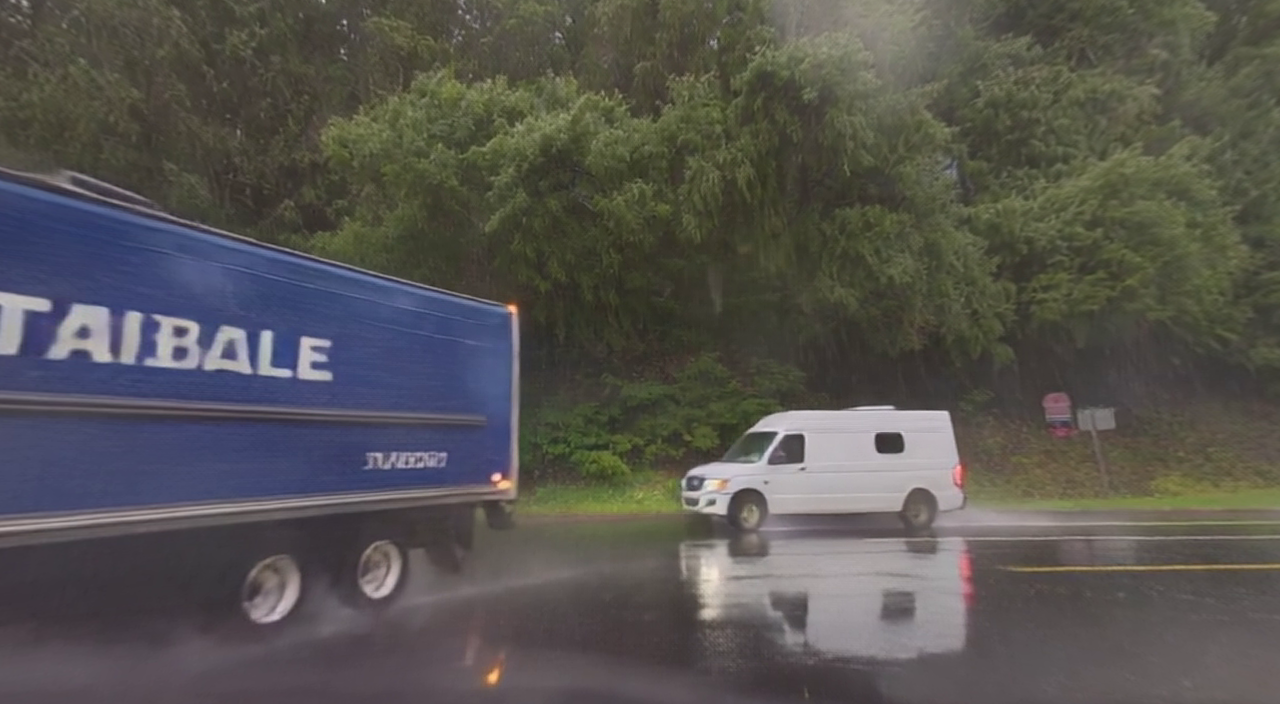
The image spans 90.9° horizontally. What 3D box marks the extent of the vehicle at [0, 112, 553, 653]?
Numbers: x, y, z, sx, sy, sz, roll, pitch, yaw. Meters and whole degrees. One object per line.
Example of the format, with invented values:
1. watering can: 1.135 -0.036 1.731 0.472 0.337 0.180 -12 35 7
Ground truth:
1. vehicle: -5.277 0.305 5.179 2.740 3.622 9.765 -8 -11 39

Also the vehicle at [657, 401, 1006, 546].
1. vehicle: 3.415 2.262 12.153 5.923 2.424 2.247 1 -9 -6
